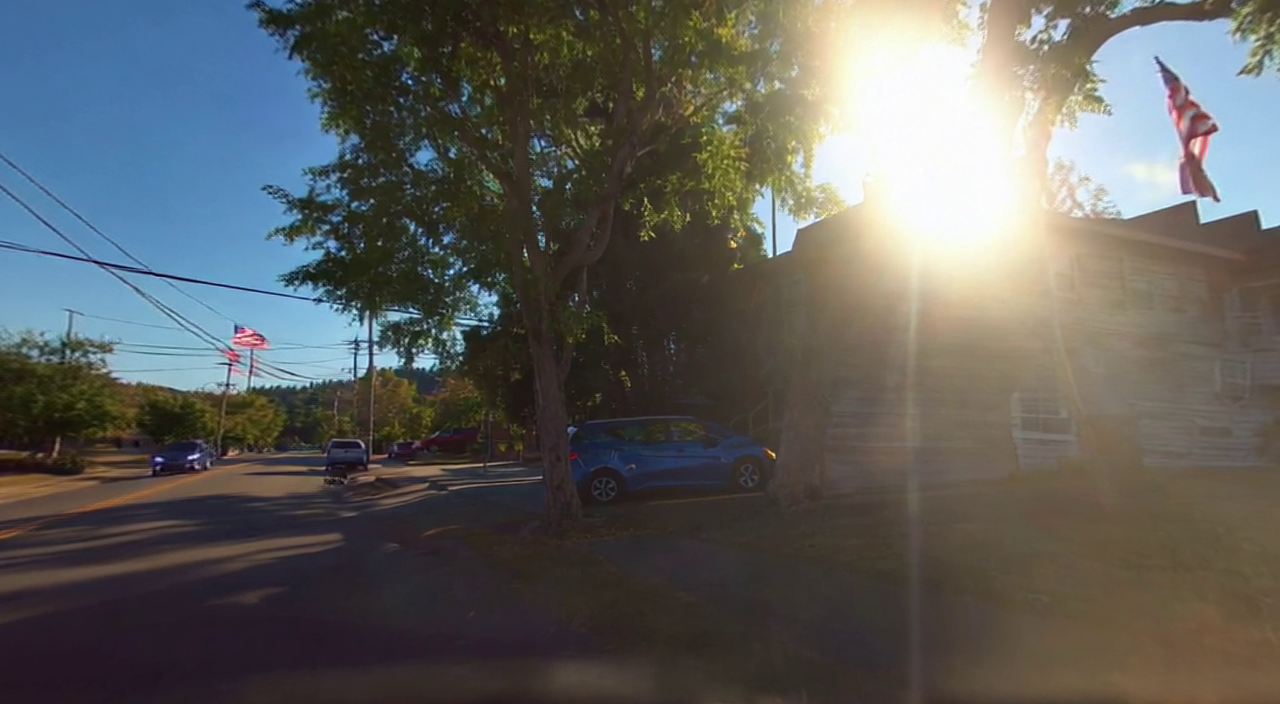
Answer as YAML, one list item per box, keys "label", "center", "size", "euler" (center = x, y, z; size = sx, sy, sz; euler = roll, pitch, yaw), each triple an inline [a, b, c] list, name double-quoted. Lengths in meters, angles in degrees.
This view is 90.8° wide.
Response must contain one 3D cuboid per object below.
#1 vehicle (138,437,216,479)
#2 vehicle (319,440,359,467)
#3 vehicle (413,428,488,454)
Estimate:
- label: "vehicle"
  center: [-21.771, 4.982, 29.912]
  size: [2.086, 1.798, 4.511]
  euler: [4, -9, -25]
- label: "vehicle"
  center: [-17.600, 5.910, 36.859]
  size: [1.941, 1.460, 4.206]
  euler: [4, -9, -26]
- label: "vehicle"
  center: [-13.506, 6.380, 45.104]
  size: [4.767, 1.735, 1.920]
  euler: [4, -9, -27]
